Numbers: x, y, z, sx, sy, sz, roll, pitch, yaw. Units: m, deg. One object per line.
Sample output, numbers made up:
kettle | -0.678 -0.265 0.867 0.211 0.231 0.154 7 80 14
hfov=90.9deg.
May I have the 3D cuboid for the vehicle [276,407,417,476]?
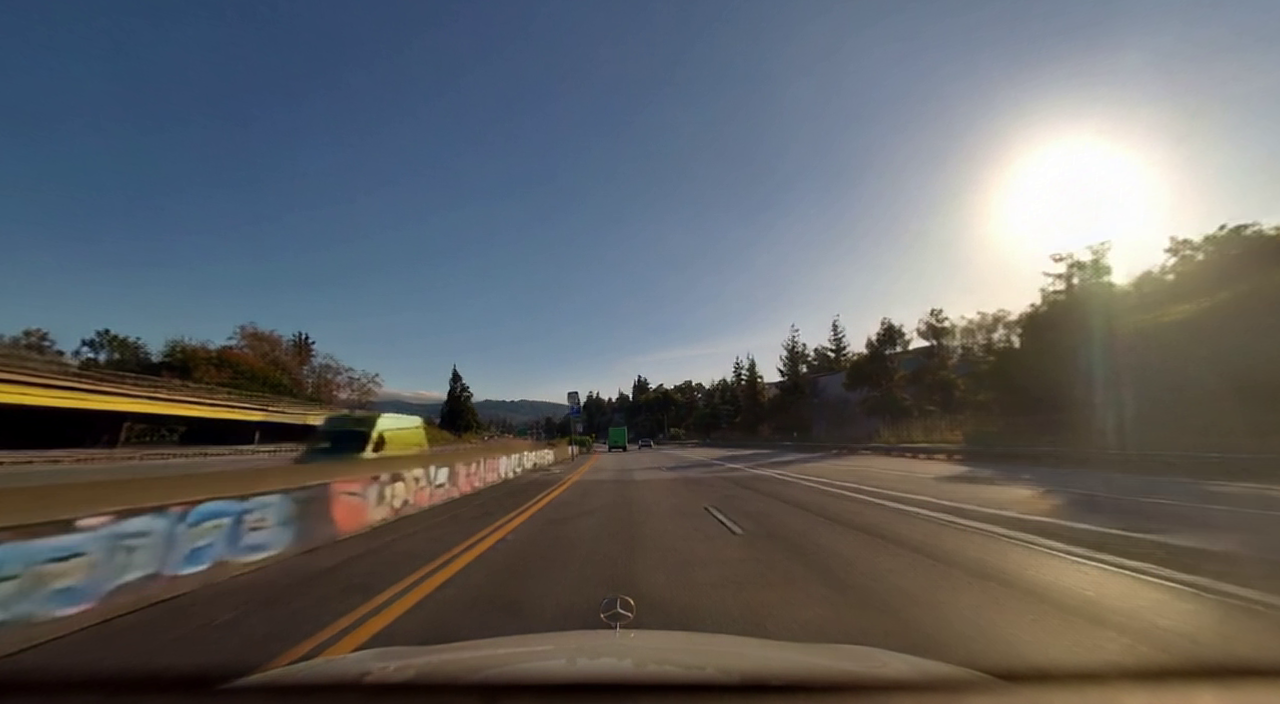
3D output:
vehicle | -9.155 2.856 20.274 2.106 1.901 5.107 0 -8 -1
